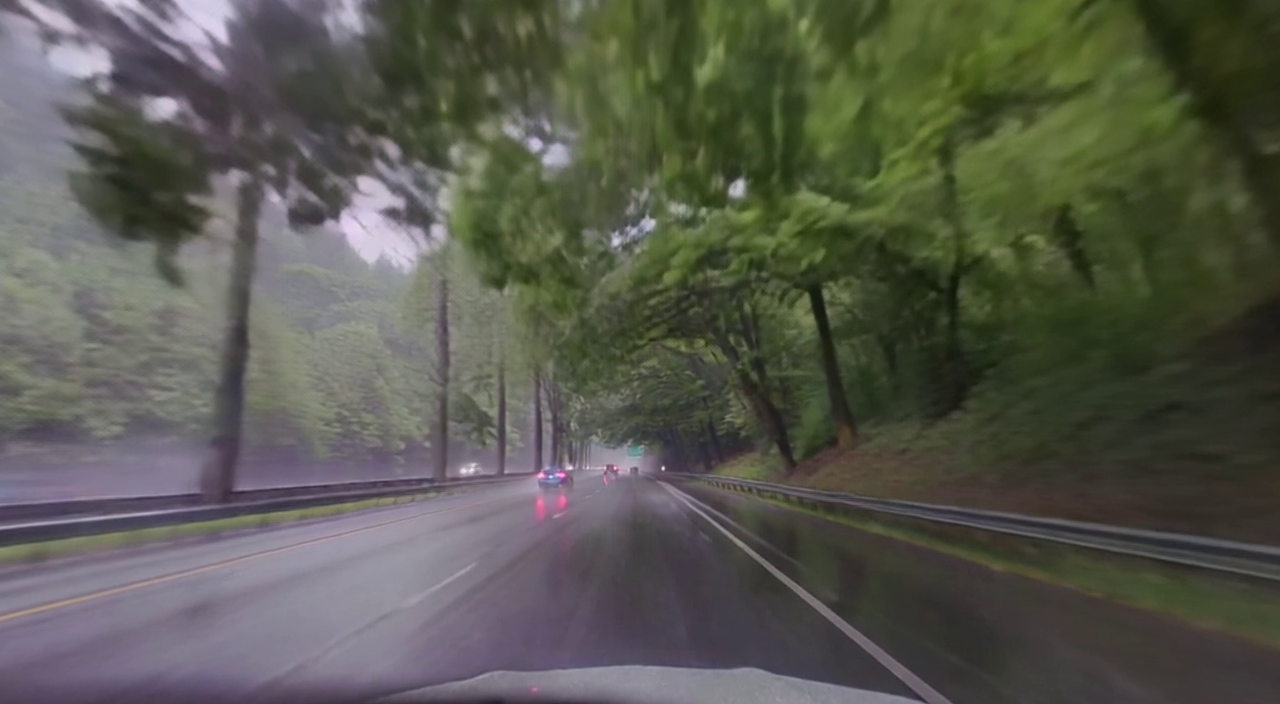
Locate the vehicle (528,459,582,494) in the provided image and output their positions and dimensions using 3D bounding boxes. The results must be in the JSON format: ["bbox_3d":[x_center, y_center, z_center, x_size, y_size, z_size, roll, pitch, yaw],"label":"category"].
[{"bbox_3d":[-4.013,6.020,30.519,1.954,1.509,4.094,1,-11,1],"label":"vehicle"}]
